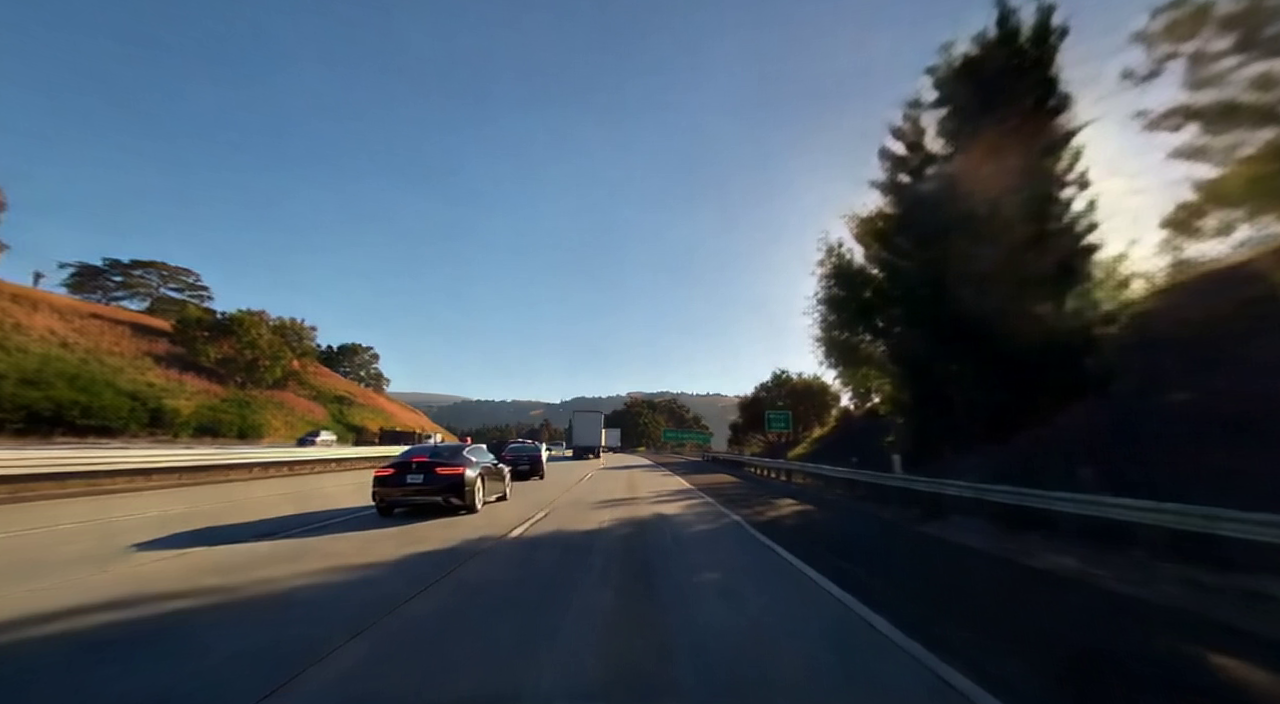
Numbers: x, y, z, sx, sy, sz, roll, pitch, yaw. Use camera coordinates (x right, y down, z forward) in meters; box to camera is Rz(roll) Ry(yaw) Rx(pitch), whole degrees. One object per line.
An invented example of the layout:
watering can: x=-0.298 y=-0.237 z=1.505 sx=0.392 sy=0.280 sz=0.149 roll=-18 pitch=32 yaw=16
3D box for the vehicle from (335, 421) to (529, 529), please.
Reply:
vehicle: x=-3.735 y=2.313 z=12.417 sx=2.180 sy=1.685 sz=4.668 roll=0 pitch=-9 yaw=0
